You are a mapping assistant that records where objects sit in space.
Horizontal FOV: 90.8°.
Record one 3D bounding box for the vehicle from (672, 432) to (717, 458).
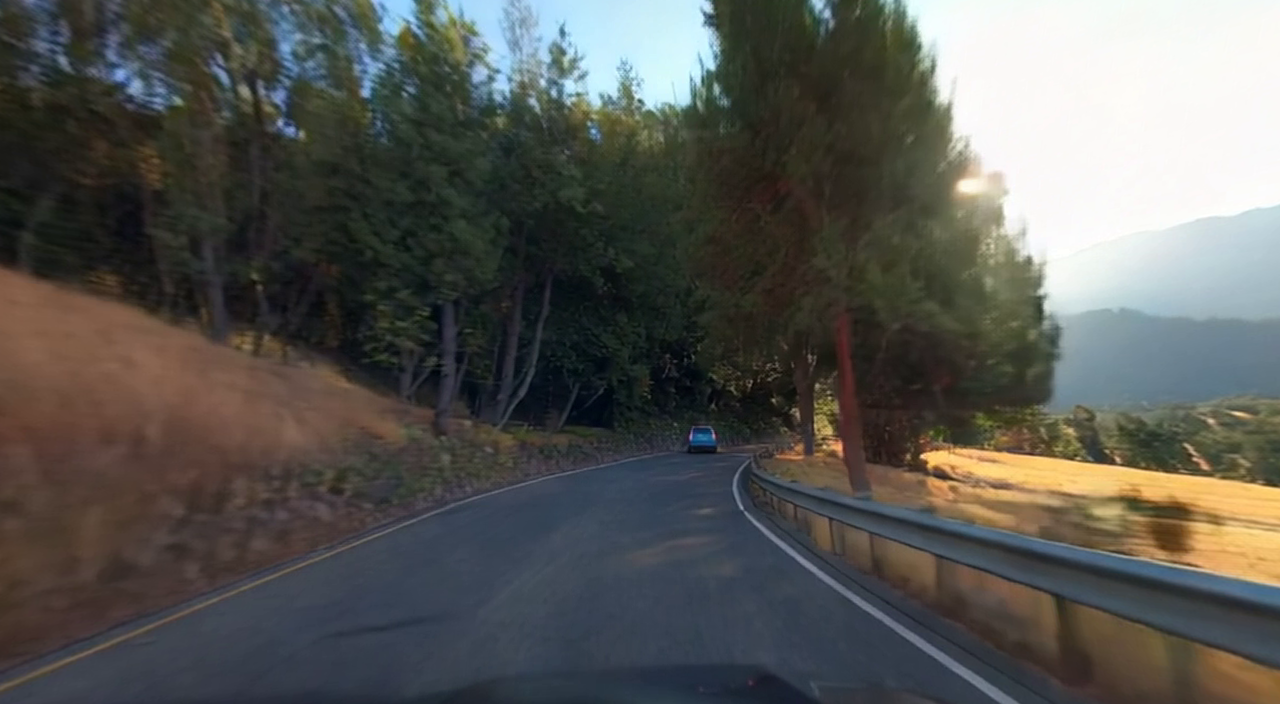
[{"bbox_3d":[4.047,6.784,46.041,2.251,1.799,4.776,-3,-9,17],"label":"vehicle"}]
